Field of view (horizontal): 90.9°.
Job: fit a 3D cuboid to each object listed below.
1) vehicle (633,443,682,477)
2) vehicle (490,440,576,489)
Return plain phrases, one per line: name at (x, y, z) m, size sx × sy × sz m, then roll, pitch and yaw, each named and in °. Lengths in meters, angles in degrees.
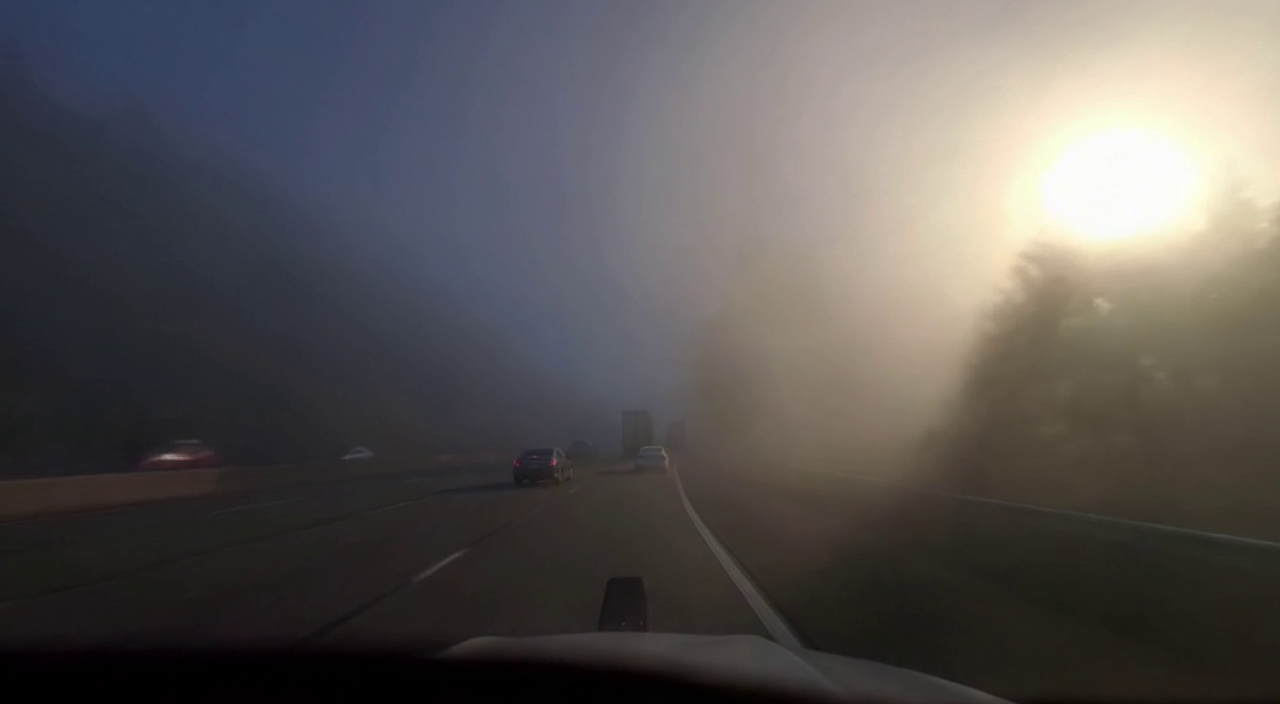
vehicle at (0.786, 4.719, 27.865) m, size 1.984 × 1.365 × 3.767 m, roll -1°, pitch -9°, yaw 2°
vehicle at (-3.523, 3.811, 21.715) m, size 1.916 × 1.486 × 4.631 m, roll -1°, pitch -9°, yaw 3°
